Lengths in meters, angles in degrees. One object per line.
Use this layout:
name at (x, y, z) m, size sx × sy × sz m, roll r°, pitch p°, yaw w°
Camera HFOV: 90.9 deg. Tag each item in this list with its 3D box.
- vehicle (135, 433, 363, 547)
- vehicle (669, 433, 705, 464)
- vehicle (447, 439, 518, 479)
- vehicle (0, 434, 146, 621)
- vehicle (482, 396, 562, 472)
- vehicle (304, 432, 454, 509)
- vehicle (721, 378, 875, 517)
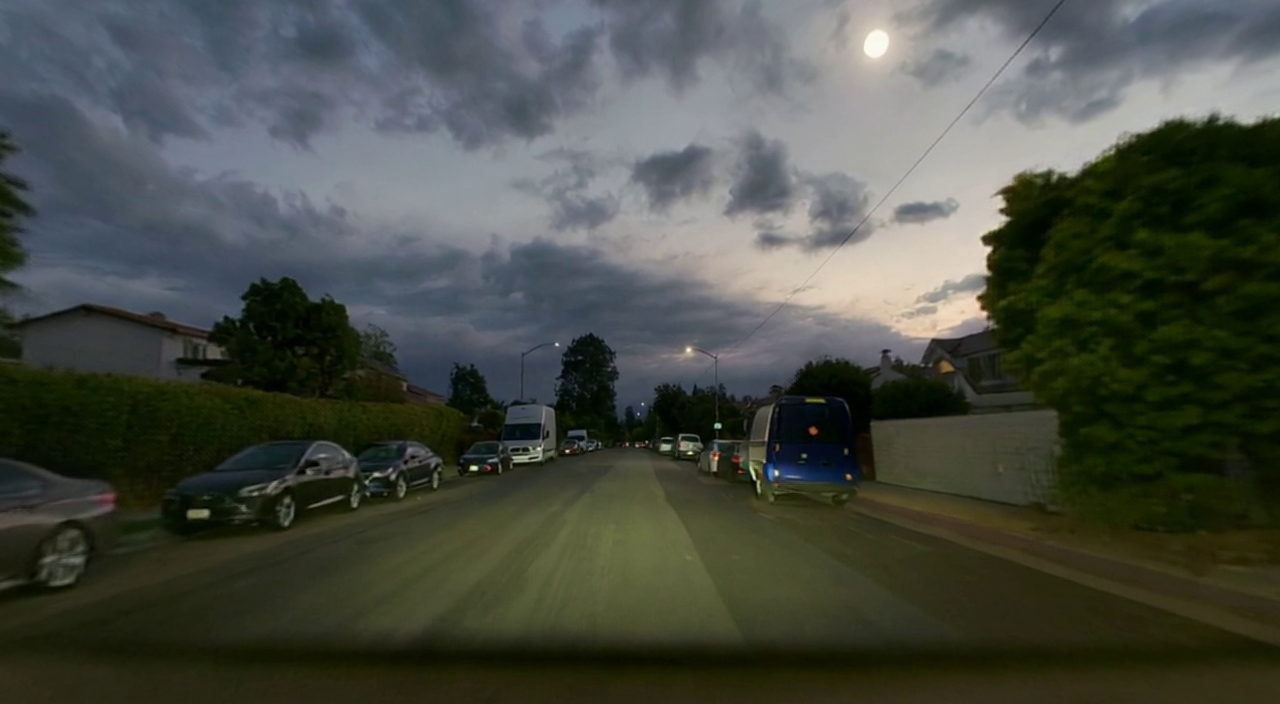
vehicle at (-6.269, 2.174, 10.627) m, size 1.758 × 1.519 × 3.396 m, roll -2°, pitch -7°, yaw -2°
vehicle at (2.989, 6.270, 41.210) m, size 1.965 × 1.855 × 4.677 m, roll 0°, pitch -8°, yaw 0°
vehicle at (-6.383, 4.336, 25.972) m, size 1.921 × 1.470 × 4.068 m, roll 0°, pitch -8°, yaw -1°
vehicle at (-6.239, 1.443, 4.435) m, size 1.901 × 1.472 × 4.676 m, roll -2°, pitch -5°, yaw -2°
vehicle at (-6.249, 4.512, 34.721) m, size 2.896 × 3.648 × 8.004 m, roll 0°, pitch -8°, yaw 0°
vehicle at (-6.174, 2.833, 15.559) m, size 1.818 × 1.563 × 4.483 m, roll -2°, pitch -8°, yaw 0°
vehicle at (3.256, 2.070, 14.173) m, size 2.215 × 2.542 × 4.550 m, roll -2°, pitch -7°, yaw 0°
